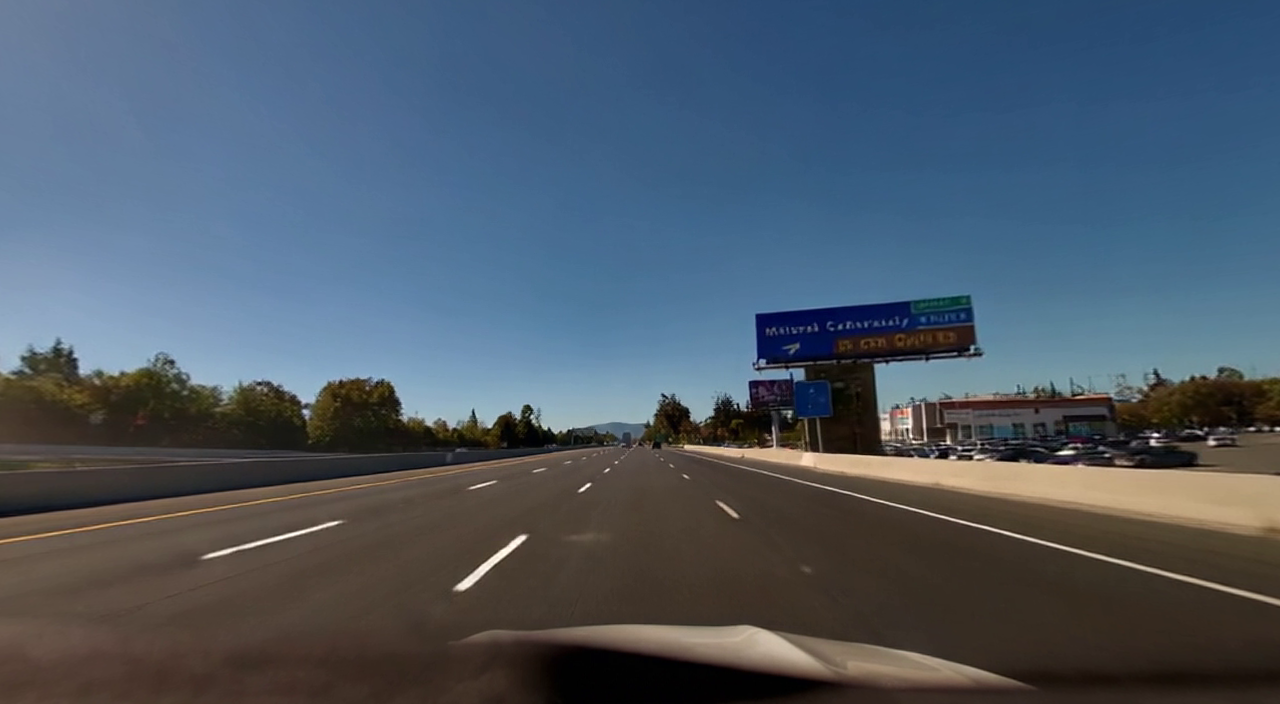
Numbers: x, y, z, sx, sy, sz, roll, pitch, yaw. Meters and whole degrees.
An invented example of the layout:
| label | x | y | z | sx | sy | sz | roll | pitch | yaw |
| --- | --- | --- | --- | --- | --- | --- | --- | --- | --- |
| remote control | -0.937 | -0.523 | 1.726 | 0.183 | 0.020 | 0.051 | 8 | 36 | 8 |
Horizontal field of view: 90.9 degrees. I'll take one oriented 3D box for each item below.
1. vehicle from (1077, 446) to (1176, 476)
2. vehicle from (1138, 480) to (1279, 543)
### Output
| label | x | y | z | sx | sy | sz | roll | pitch | yaw |
| --- | --- | --- | --- | --- | --- | --- | --- | --- | --- |
| vehicle | 36.082 | 8.044 | 47.026 | 2.269 | 1.904 | 5.815 | -2 | -8 | -6 |
| vehicle | 16.193 | 4.275 | 17.120 | 3.909 | 1.410 | 1.657 | -1 | -8 | -1 |
